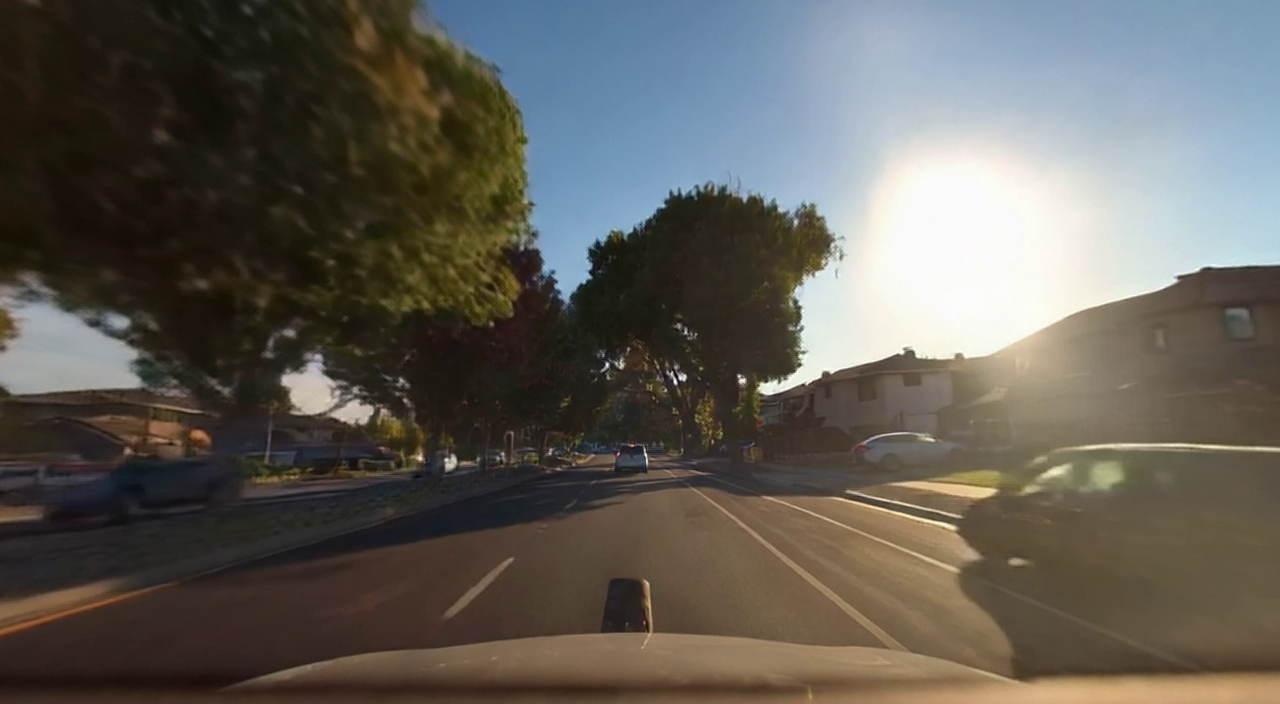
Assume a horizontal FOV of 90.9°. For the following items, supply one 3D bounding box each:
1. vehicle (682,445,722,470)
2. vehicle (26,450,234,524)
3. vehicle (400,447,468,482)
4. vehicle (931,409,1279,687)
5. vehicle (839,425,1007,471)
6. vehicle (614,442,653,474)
[{"bbox_3d":[3.937,6.811,40.881,2.045,1.517,4.394,0,-8,-2],"label":"vehicle"},{"bbox_3d":[-14.724,3.858,18.714,2.034,1.810,4.976,-1,-8,-1],"label":"vehicle"},{"bbox_3d":[-11.438,6.237,35.353,2.232,1.651,4.777,-3,-8,-1],"label":"vehicle"},{"bbox_3d":[4.554,1.378,5.477,2.020,1.518,4.255,0,-8,0],"label":"vehicle"},{"bbox_3d":[11.607,3.993,26.227,5.876,1.828,2.268,0,-8,1],"label":"vehicle"},{"bbox_3d":[-0.364,5.797,34.810,2.024,1.655,4.301,0,-8,-1],"label":"vehicle"}]
